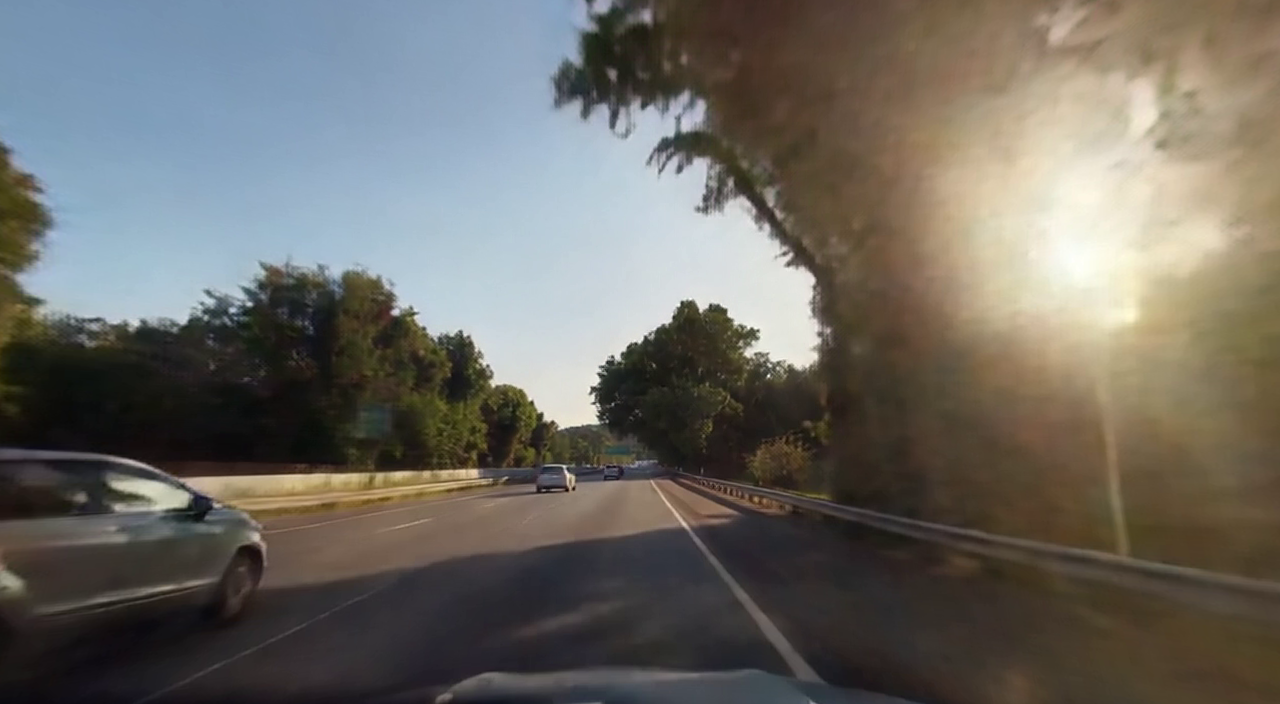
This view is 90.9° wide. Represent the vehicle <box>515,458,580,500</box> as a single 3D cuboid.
[{"bbox_3d":[-3.893,5.488,27.357,2.042,1.629,4.276,0,-10,2],"label":"vehicle"}]
